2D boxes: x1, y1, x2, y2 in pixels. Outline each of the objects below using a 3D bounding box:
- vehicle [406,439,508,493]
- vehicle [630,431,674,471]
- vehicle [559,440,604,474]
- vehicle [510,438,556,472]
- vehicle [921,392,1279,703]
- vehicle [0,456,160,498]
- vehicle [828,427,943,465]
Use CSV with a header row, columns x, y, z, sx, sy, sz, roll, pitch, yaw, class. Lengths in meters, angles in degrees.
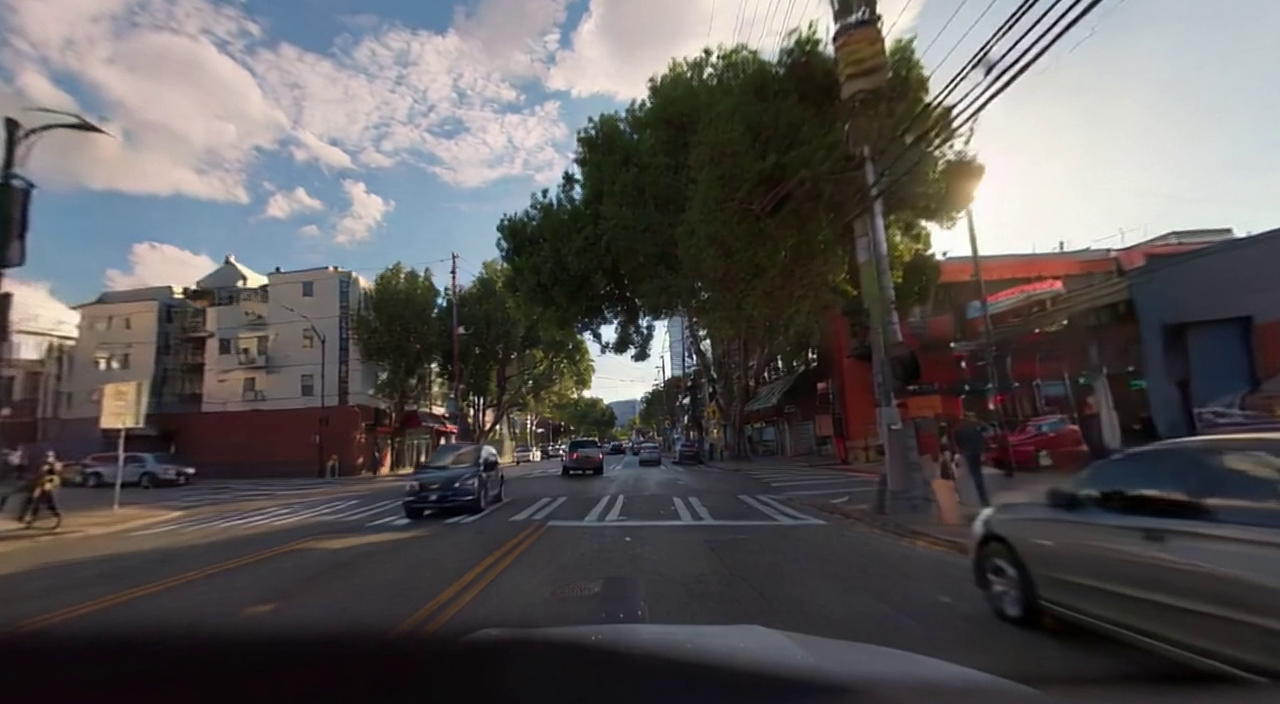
x,y,z,sx,sy,sz,roll,pitch,yaw,class
-5.875,3.696,20.936,2.089,1.578,4.571,0,-8,-1,vehicle
0.554,5.036,32.242,2.127,1.893,4.194,0,-8,0,vehicle
-2.956,5.376,32.688,2.026,1.616,4.109,0,-8,-2,vehicle
-6.657,6.466,39.932,2.090,1.975,4.657,0,-8,0,vehicle
3.482,1.114,3.588,1.901,1.581,3.907,0,-8,-1,vehicle
-21.020,4.660,23.673,4.477,1.439,1.966,0,-8,1,vehicle
12.326,4.774,32.029,4.966,1.826,2.209,-1,-9,7,vehicle
